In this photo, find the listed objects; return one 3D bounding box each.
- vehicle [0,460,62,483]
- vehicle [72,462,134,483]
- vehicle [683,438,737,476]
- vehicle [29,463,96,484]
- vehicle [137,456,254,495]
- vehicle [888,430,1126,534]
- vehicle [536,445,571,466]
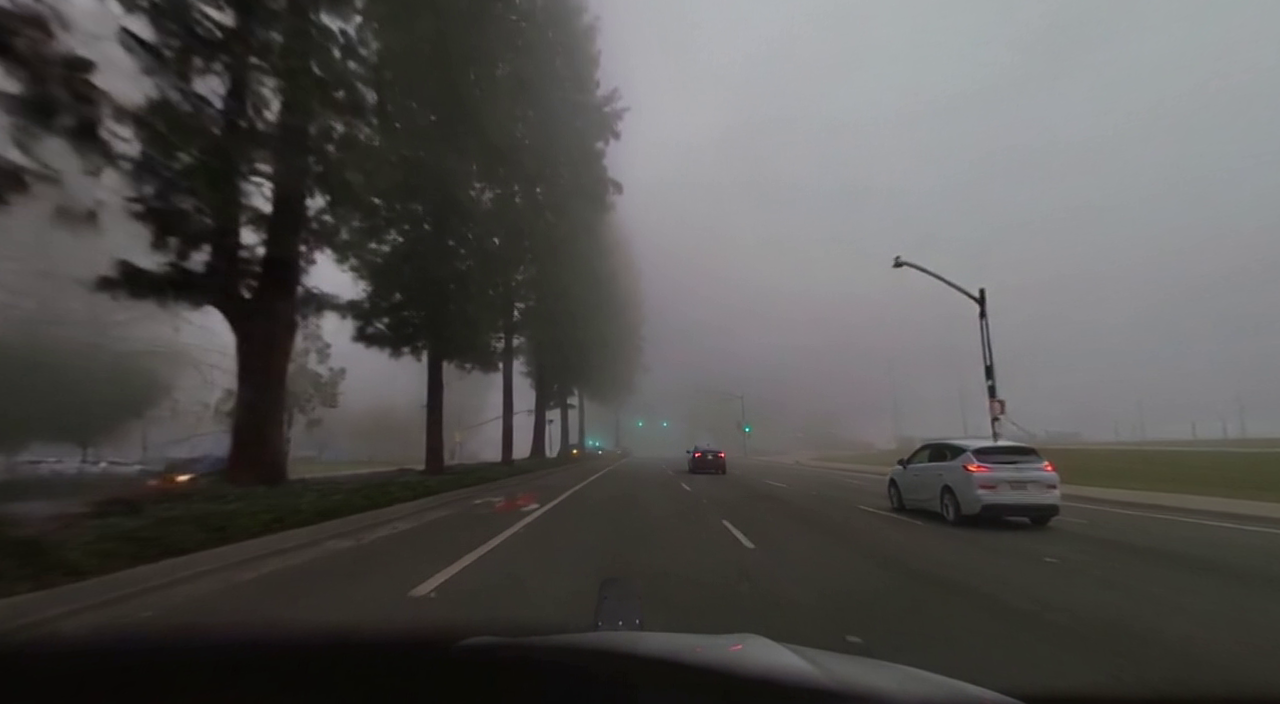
[{"bbox_3d":[-46.866,9.121,48.299,1.703,1.544,3.745,0,-9,-1],"label":"vehicle"},{"bbox_3d":[-41.096,9.214,48.419,1.640,1.377,3.557,0,-9,-1],"label":"vehicle"},{"bbox_3d":[3.458,5.297,32.198,2.095,1.759,4.862,0,-9,-1],"label":"vehicle"},{"bbox_3d":[-43.999,9.243,48.215,1.702,1.416,3.637,0,-9,-2],"label":"vehicle"},{"bbox_3d":[-20.578,5.708,29.543,1.950,1.604,4.756,0,-9,1],"label":"vehicle"},{"bbox_3d":[6.653,2.383,12.179,2.000,1.618,4.238,0,-9,0],"label":"vehicle"},{"bbox_3d":[-6.550,7.836,47.988,1.970,1.483,4.269,0,-9,1],"label":"vehicle"}]
